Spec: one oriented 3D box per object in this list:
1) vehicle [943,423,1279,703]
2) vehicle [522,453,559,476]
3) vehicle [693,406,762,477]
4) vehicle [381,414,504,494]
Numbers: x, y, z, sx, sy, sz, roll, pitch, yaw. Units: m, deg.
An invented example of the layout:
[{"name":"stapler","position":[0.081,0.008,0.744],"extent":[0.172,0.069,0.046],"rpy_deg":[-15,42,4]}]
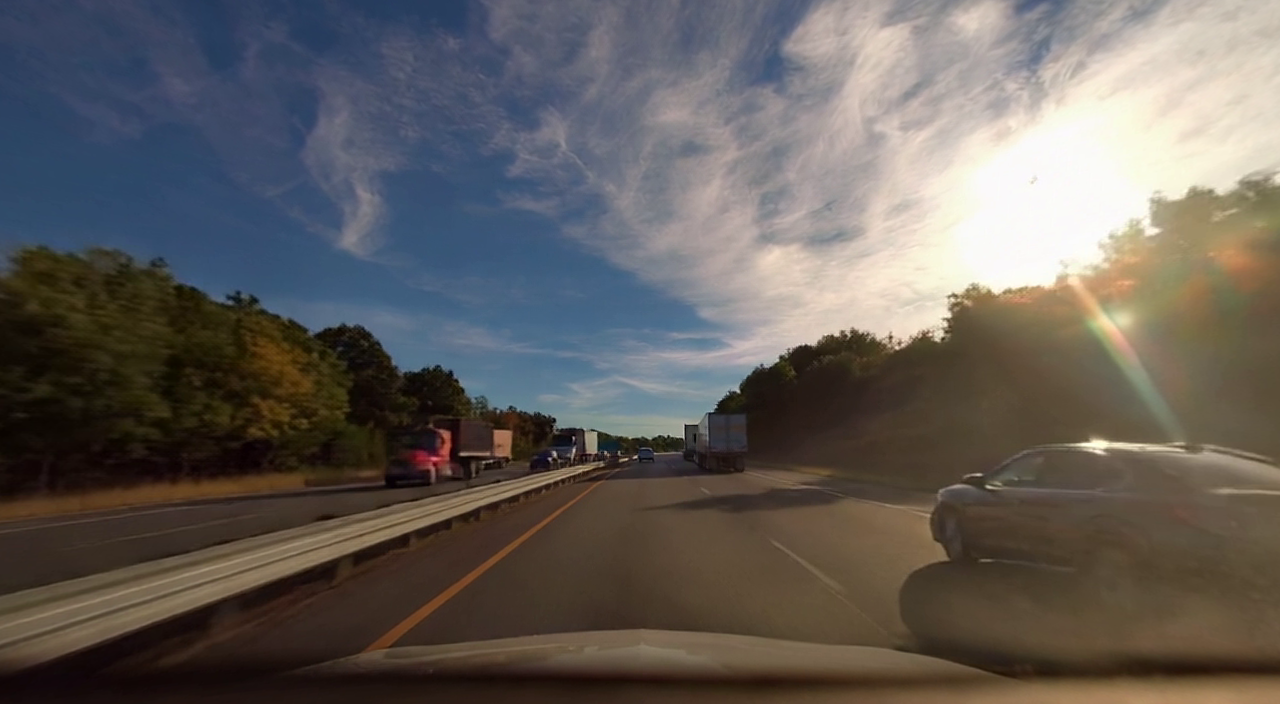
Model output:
[{"name":"vehicle","position":[3.954,1.243,4.135],"extent":[1.893,1.442,4.039],"rpy_deg":[0,-9,0]},{"name":"vehicle","position":[-7.506,8.523,47.902],"extent":[1.952,1.579,4.290],"rpy_deg":[0,-9,2]},{"name":"vehicle","position":[4.921,5.445,37.971],"extent":[2.866,3.558,11.674],"rpy_deg":[0,-9,2]},{"name":"vehicle","position":[-9.714,5.205,32.446],"extent":[2.952,3.538,9.079],"rpy_deg":[-1,-9,3]}]
